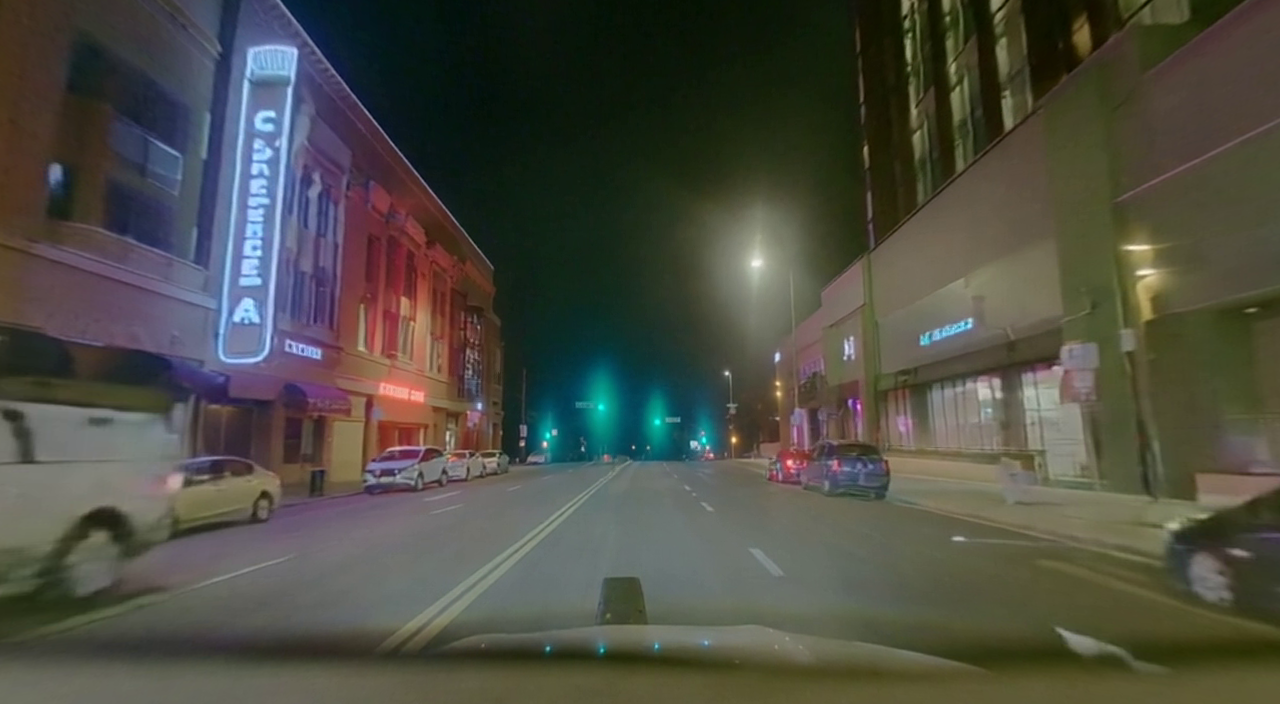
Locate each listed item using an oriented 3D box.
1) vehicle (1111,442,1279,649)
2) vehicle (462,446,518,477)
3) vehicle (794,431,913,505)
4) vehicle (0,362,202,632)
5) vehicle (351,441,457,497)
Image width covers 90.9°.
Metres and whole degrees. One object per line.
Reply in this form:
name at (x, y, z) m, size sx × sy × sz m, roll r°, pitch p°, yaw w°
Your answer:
vehicle at (5.626, 1.262, 3.687) m, size 2.032 × 1.466 × 4.660 m, roll 0°, pitch -8°, yaw -2°
vehicle at (-8.626, 6.311, 36.675) m, size 1.961 × 1.627 × 4.634 m, roll -1°, pitch -8°, yaw 2°
vehicle at (6.016, 3.296, 18.409) m, size 1.922 × 1.871 × 4.477 m, roll 0°, pitch -8°, yaw 1°
vehicle at (-5.759, 0.976, 4.025) m, size 2.203 × 1.937 × 5.133 m, roll 0°, pitch -8°, yaw 0°
vehicle at (-8.762, 4.341, 23.959) m, size 2.140 × 1.861 × 4.801 m, roll -1°, pitch -8°, yaw 1°
